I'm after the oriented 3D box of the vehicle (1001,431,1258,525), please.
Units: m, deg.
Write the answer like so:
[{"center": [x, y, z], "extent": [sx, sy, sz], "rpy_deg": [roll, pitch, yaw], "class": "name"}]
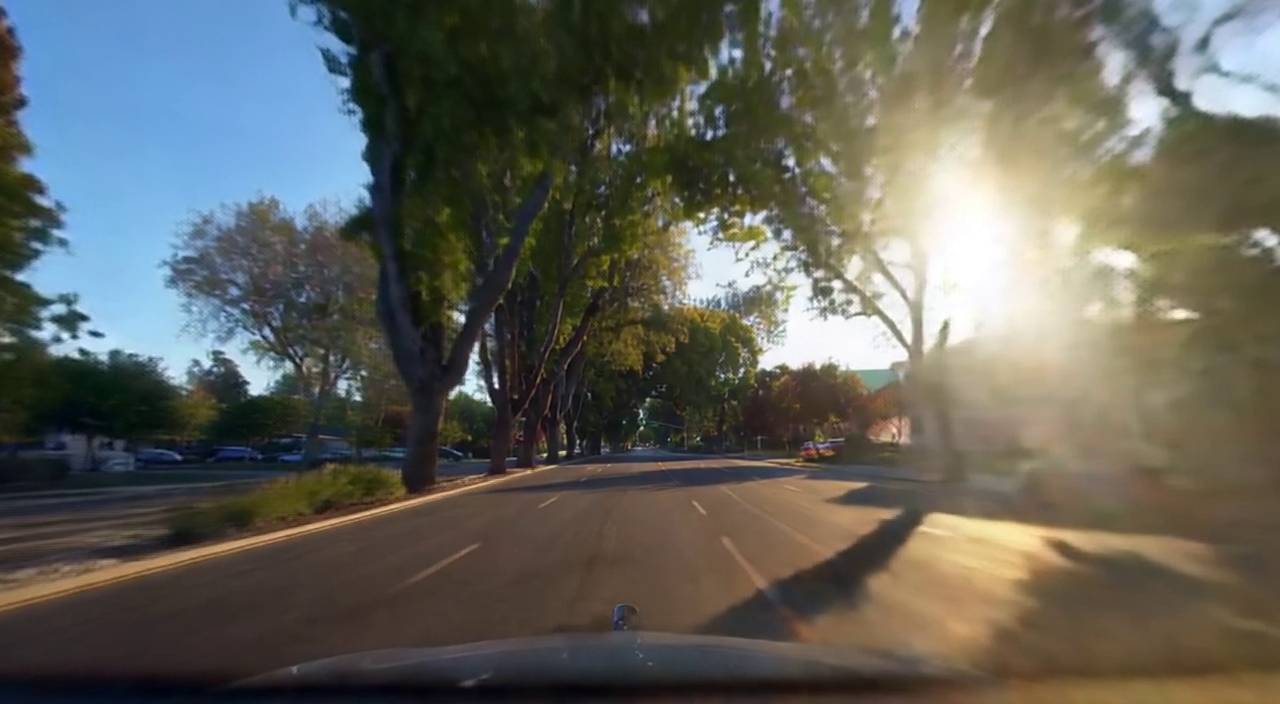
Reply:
[{"center": [10.374, 2.672, 14.034], "extent": [2.044, 1.705, 4.668], "rpy_deg": [0, -9, 2], "class": "vehicle"}]
